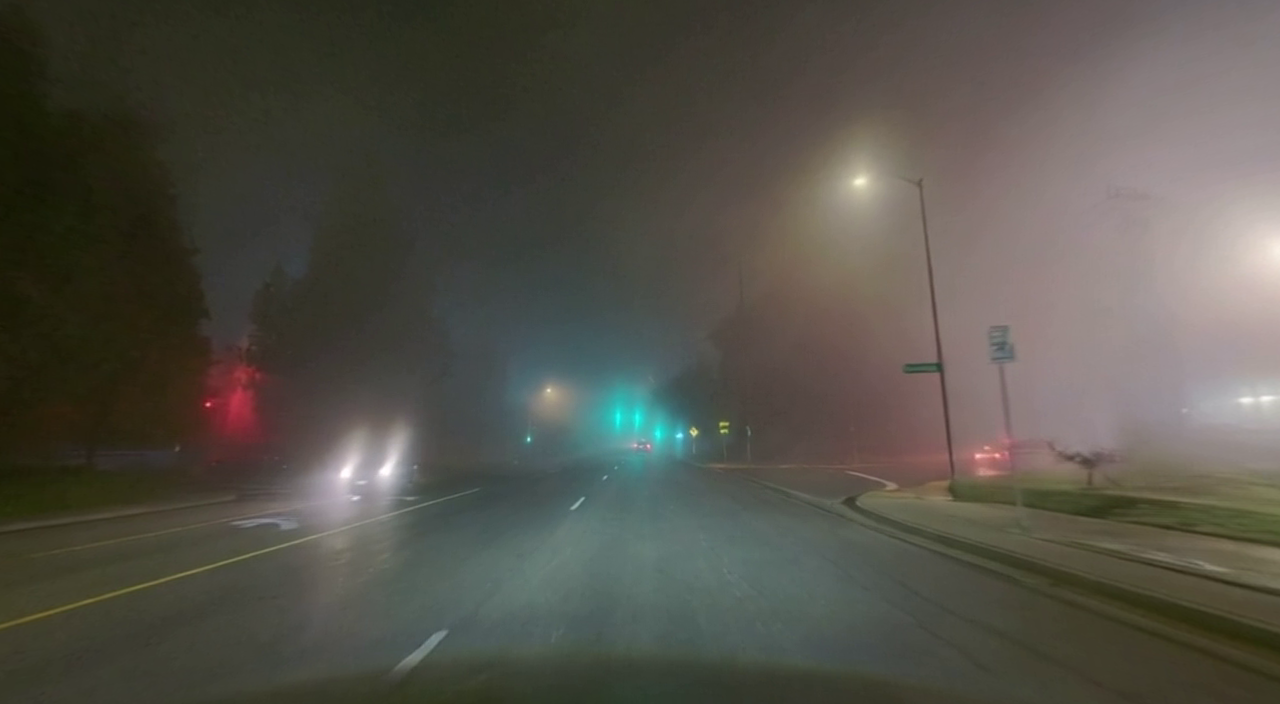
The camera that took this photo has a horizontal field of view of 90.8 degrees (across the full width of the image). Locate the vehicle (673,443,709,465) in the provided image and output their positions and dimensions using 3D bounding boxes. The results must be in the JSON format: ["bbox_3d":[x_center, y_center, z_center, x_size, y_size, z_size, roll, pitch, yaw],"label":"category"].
[{"bbox_3d":[3.586,7.287,45.242,2.010,1.504,4.835,0,-8,-2],"label":"vehicle"}]

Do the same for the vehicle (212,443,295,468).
[{"bbox_3d":[-29.135,7.795,47.745,4.794,1.829,2.102,0,-8,-1],"label":"vehicle"}]

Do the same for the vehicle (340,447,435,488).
[{"bbox_3d":[-10.384,4.751,26.420,2.022,1.536,4.629,0,-8,1],"label":"vehicle"}]

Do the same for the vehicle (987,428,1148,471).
[{"bbox_3d":[15.504,3.551,23.085,4.590,1.454,1.851,0,-8,-3],"label":"vehicle"}]

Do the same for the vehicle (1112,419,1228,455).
[{"bbox_3d":[26.704,4.332,31.927,3.893,1.661,2.008,0,-12,0],"label":"vehicle"}]
